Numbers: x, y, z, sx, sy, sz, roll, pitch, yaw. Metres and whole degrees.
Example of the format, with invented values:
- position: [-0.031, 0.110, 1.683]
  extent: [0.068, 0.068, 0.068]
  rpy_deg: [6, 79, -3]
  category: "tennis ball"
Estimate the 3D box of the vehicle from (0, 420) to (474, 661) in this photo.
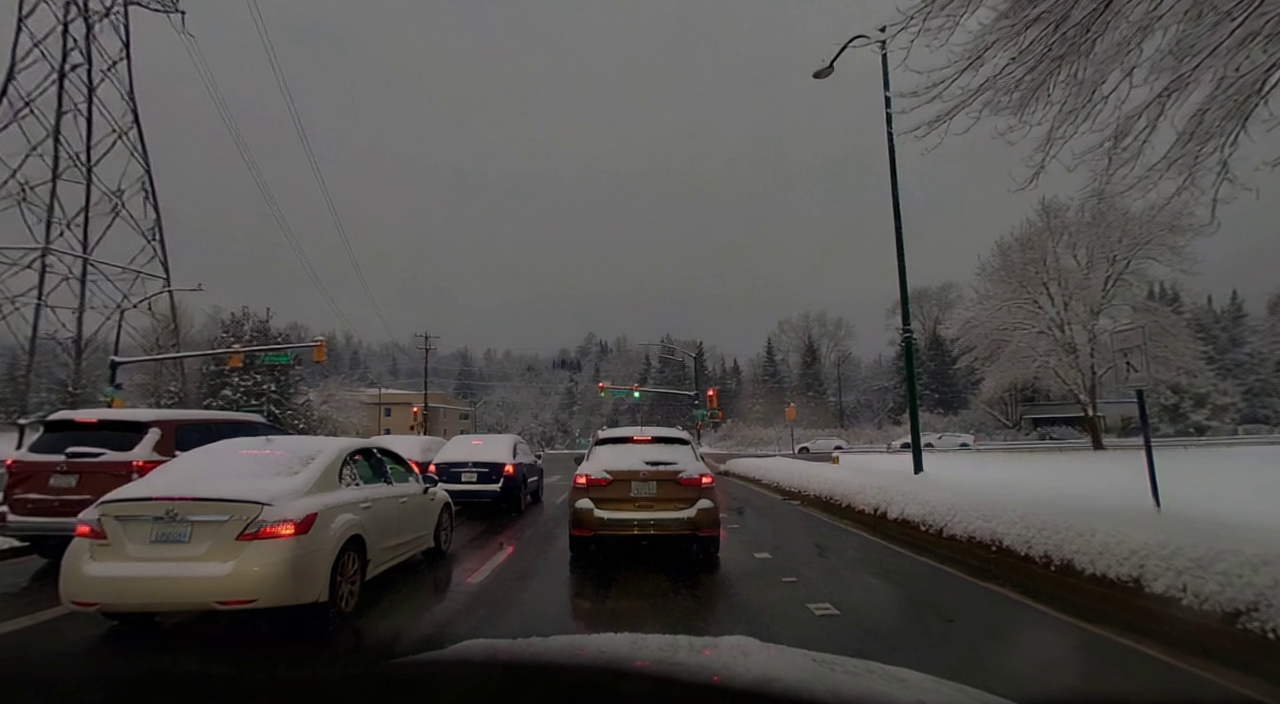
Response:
- position: [-3.169, 1.498, 6.214]
  extent: [1.973, 1.469, 4.448]
  rpy_deg: [0, -8, -1]
  category: "vehicle"

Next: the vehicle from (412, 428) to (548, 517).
- position: [-3.251, 2.518, 13.667]
  extent: [1.997, 1.636, 3.760]
  rpy_deg: [0, -8, -1]
  category: "vehicle"

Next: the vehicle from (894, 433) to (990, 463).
- position: [15.101, 4.800, 31.709]
  extent: [3.858, 1.437, 1.899]
  rpy_deg: [0, -8, -4]
  category: "vehicle"

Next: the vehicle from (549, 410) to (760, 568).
- position: [0.088, 1.768, 8.926]
  extent: [2.239, 1.661, 4.224]
  rpy_deg: [0, -8, -2]
  category: "vehicle"
